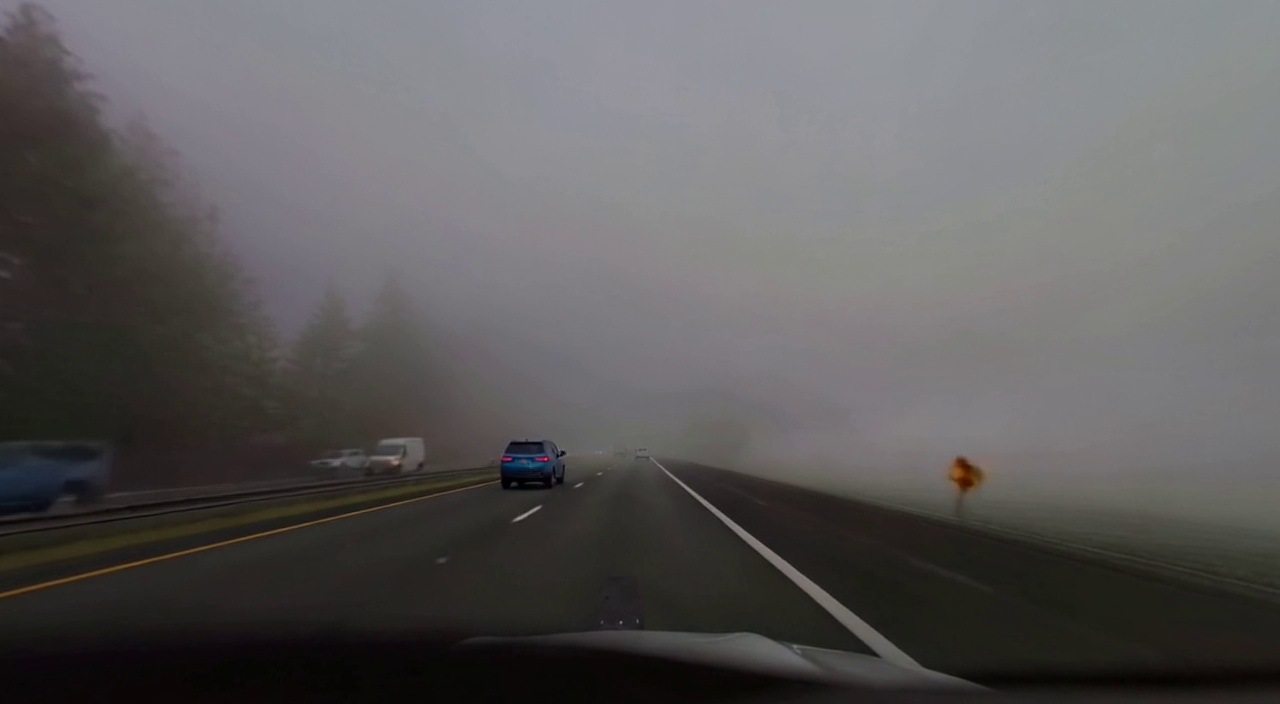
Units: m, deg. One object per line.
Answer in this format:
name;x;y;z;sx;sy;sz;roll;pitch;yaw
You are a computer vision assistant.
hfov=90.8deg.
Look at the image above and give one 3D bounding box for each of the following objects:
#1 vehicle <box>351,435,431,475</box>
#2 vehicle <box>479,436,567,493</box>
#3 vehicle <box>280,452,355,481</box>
vehicle;-13.230;5.523;33.966;2.113;1.950;5.131;0;-8;1
vehicle;-3.843;3.783;21.645;2.110;1.727;4.607;0;-8;1
vehicle;-17.218;6.106;33.929;1.773;1.434;4.302;0;-9;0
